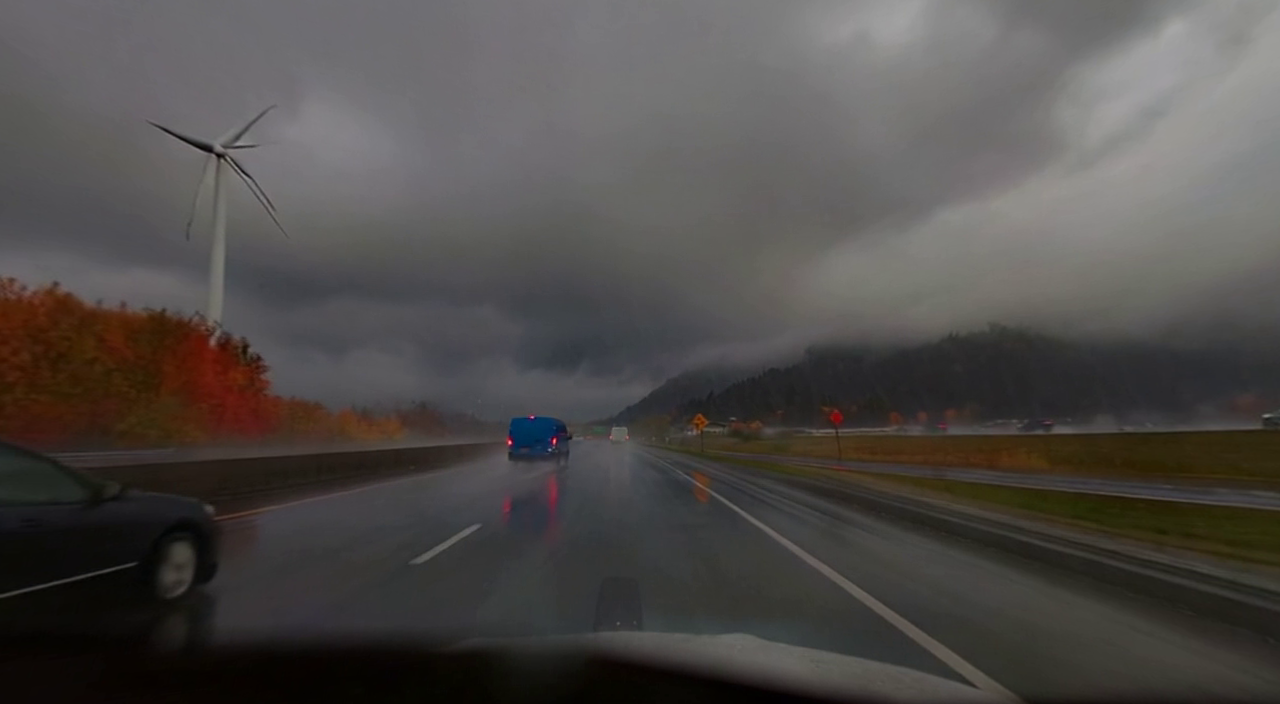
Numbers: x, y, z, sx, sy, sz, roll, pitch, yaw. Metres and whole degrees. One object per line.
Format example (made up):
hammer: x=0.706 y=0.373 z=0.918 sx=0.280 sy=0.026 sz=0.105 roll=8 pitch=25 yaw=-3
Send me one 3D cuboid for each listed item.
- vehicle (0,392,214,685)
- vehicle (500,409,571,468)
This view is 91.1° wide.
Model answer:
vehicle: x=-4.372 y=0.894 z=2.641 sx=2.027 sy=1.530 sz=4.520 roll=0 pitch=-8 yaw=-1
vehicle: x=-4.456 y=3.804 z=27.706 sx=2.303 sy=2.323 sz=5.089 roll=0 pitch=-8 yaw=0
